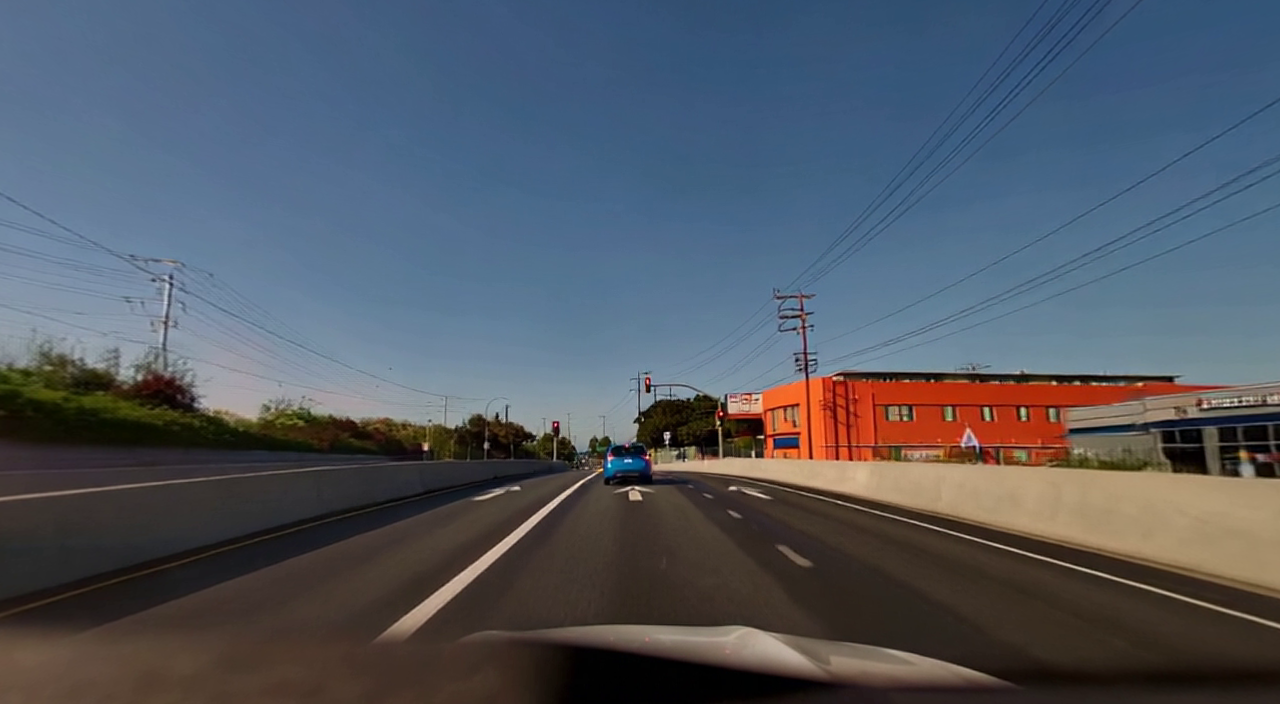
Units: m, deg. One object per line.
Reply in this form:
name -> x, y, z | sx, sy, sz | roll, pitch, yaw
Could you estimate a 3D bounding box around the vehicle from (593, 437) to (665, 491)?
vehicle -> -0.382, 3.561, 20.464 | 2.123, 1.566, 3.662 | 0, -8, -2
